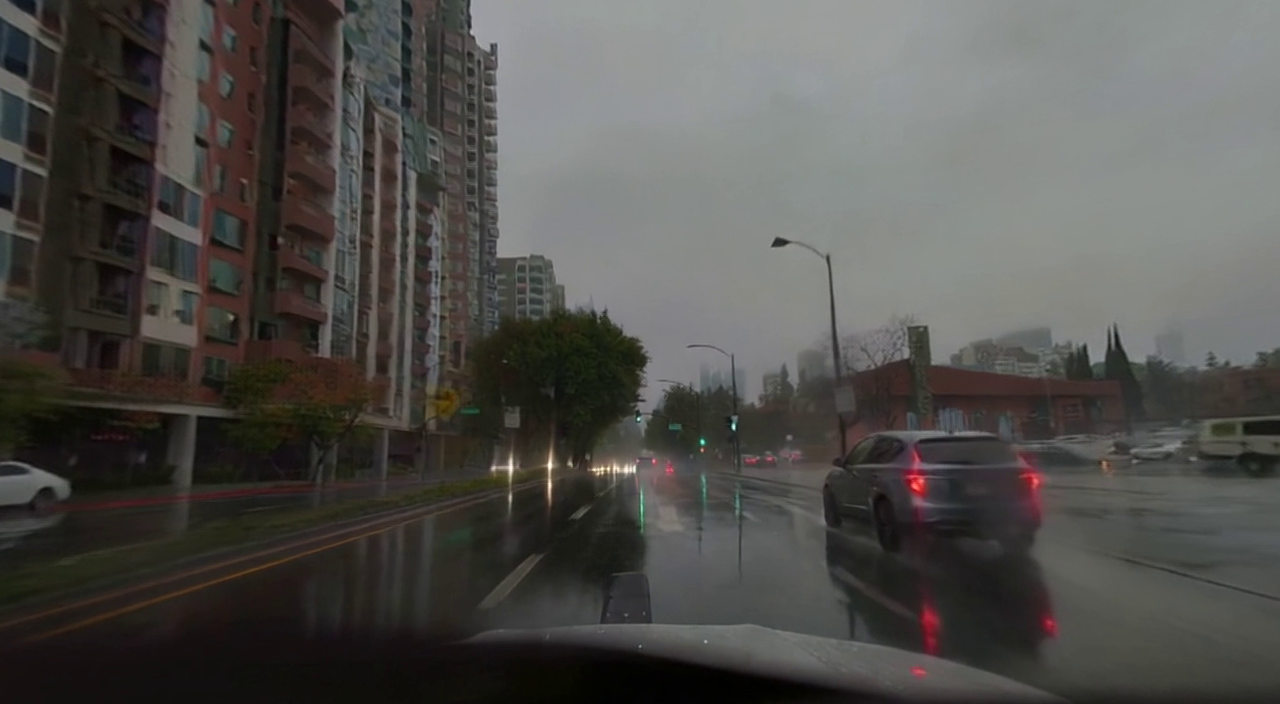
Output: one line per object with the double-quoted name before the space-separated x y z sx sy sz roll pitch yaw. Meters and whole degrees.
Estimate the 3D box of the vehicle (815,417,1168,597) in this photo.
"vehicle" 3.682 1.676 7.647 1.949 1.583 3.996 0 -9 0

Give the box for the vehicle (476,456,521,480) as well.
"vehicle" -9.937 8.170 44.646 1.957 1.482 4.706 -1 -9 3
